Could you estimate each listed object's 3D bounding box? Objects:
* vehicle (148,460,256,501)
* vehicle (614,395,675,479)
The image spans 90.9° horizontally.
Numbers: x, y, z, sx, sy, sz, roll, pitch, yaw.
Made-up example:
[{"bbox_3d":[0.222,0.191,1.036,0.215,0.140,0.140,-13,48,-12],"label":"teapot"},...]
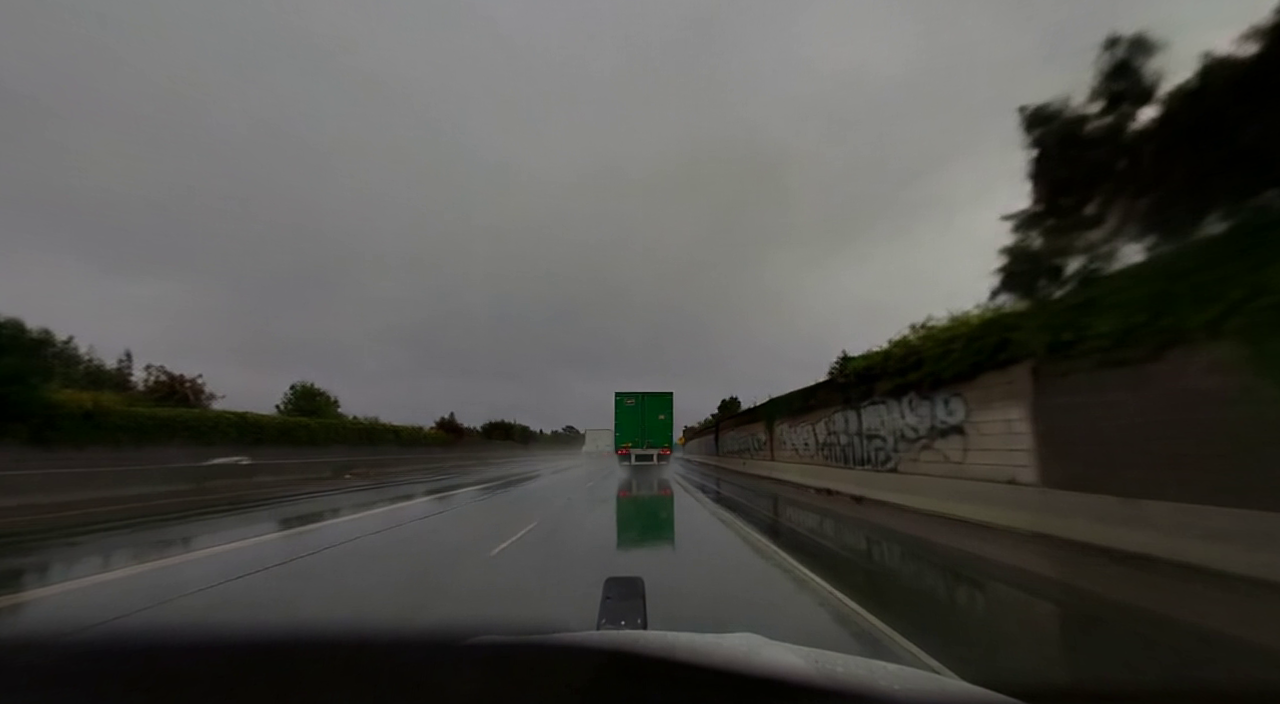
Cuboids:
[{"bbox_3d":[-17.148,5.001,24.874,1.725,1.422,3.480,0,-9,0],"label":"vehicle"},{"bbox_3d":[0.124,4.826,35.040,2.900,3.955,10.151,0,-9,-1],"label":"vehicle"}]
